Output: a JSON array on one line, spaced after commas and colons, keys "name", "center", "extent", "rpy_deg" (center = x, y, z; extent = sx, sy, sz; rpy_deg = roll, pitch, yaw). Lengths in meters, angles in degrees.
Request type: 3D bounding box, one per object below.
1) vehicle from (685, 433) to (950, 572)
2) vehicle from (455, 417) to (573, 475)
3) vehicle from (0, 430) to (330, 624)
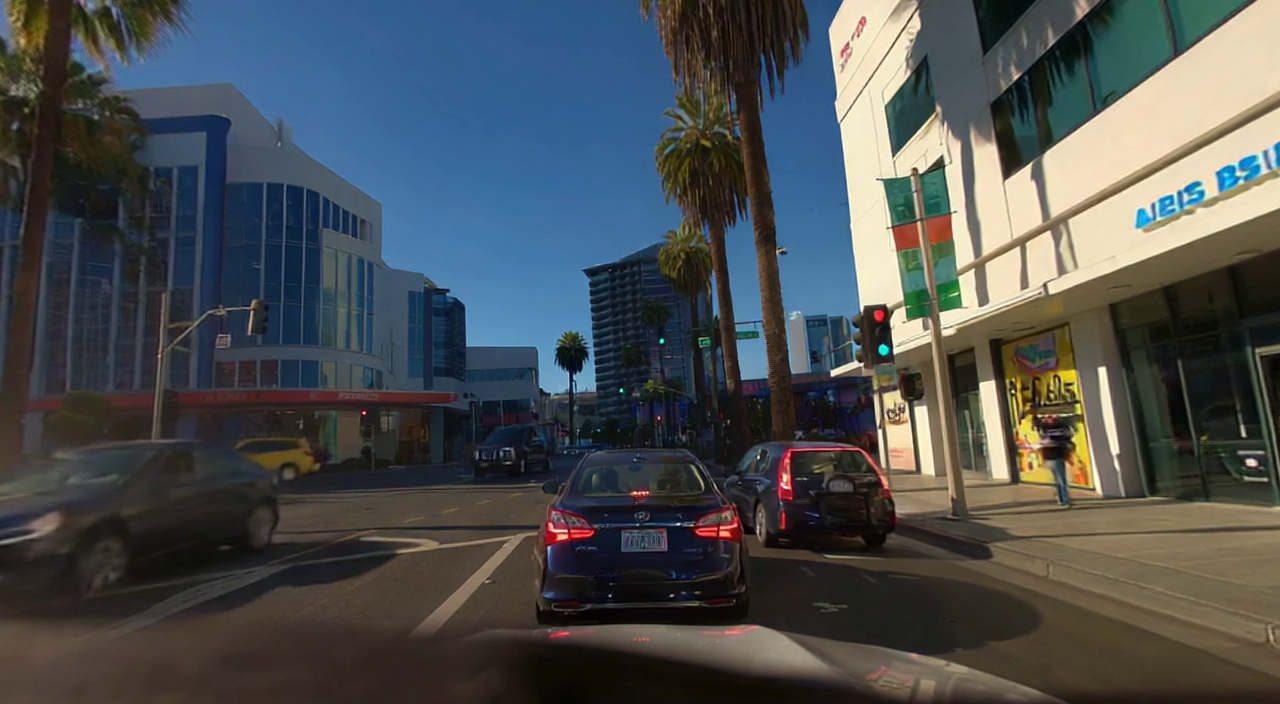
[{"name": "vehicle", "center": [2.122, 1.970, 9.265], "extent": [2.090, 1.466, 4.676], "rpy_deg": [1, -8, -6]}, {"name": "vehicle", "center": [-4.692, 3.673, 24.733], "extent": [2.190, 1.964, 5.614], "rpy_deg": [-3, -9, 15]}, {"name": "vehicle", "center": [-5.628, 1.678, 7.124], "extent": [2.052, 1.478, 4.395], "rpy_deg": [0, -8, 0]}]
